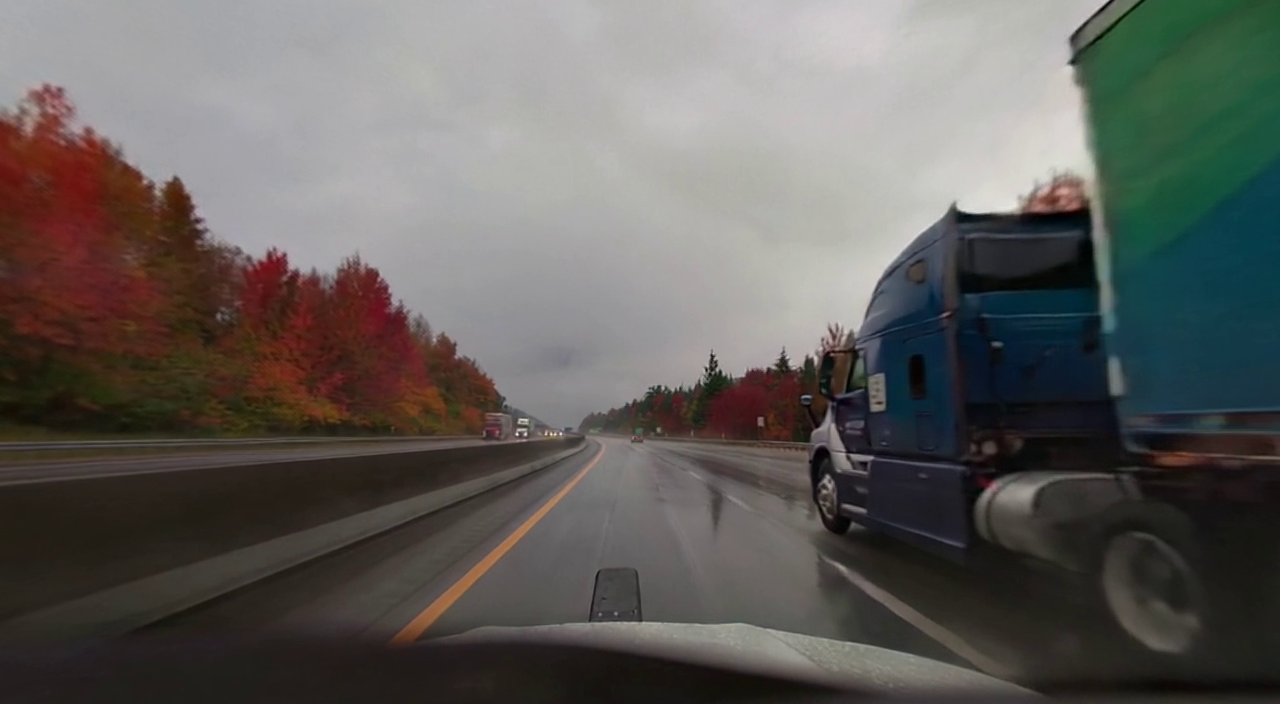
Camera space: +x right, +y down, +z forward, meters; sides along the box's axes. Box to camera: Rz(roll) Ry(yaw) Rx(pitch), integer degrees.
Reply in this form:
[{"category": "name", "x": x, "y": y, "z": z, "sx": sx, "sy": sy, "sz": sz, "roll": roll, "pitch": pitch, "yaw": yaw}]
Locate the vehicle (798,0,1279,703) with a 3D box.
[{"category": "vehicle", "x": 3.695, "y": -0.008, "z": 5.400, "sx": 2.985, "sy": 4.066, "sz": 6.190, "roll": 0, "pitch": -8, "yaw": 0}]
